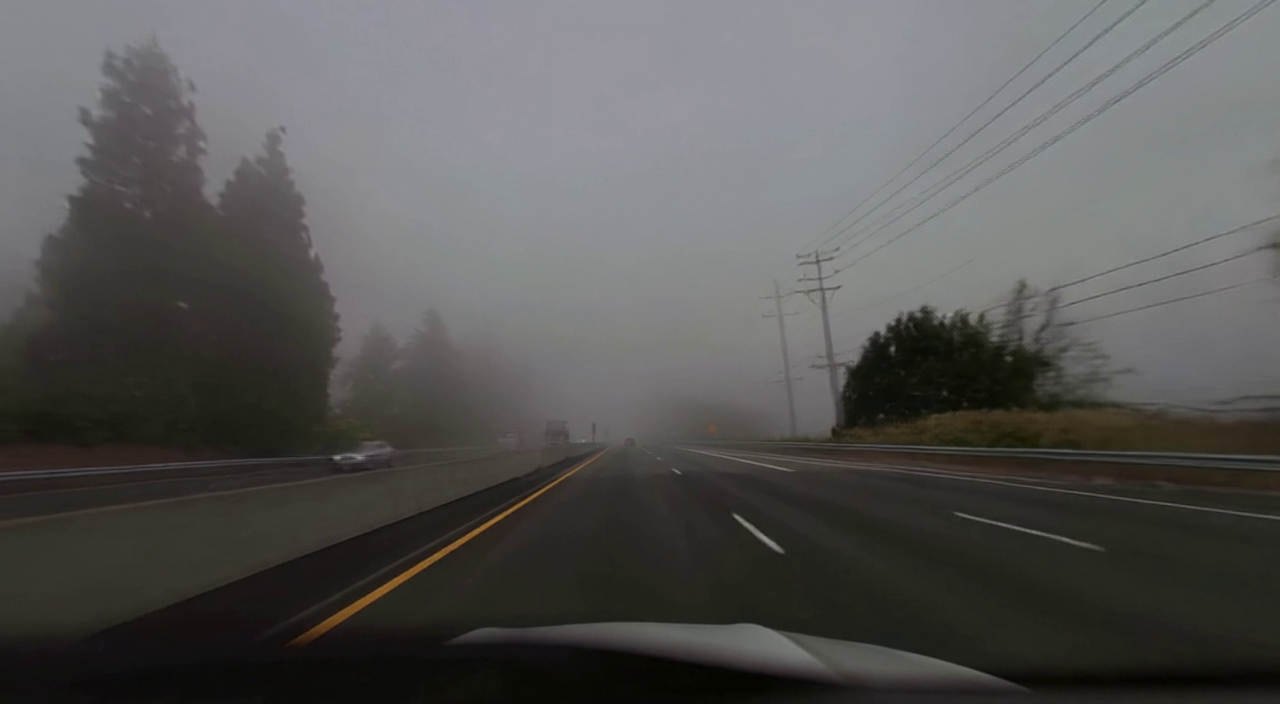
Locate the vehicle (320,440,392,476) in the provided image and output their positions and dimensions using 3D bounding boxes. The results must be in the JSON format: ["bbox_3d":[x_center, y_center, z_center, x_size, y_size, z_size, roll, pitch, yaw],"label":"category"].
[{"bbox_3d":[-13.410,5.008,30.003,1.772,1.608,3.389,0,-8,1],"label":"vehicle"}]
